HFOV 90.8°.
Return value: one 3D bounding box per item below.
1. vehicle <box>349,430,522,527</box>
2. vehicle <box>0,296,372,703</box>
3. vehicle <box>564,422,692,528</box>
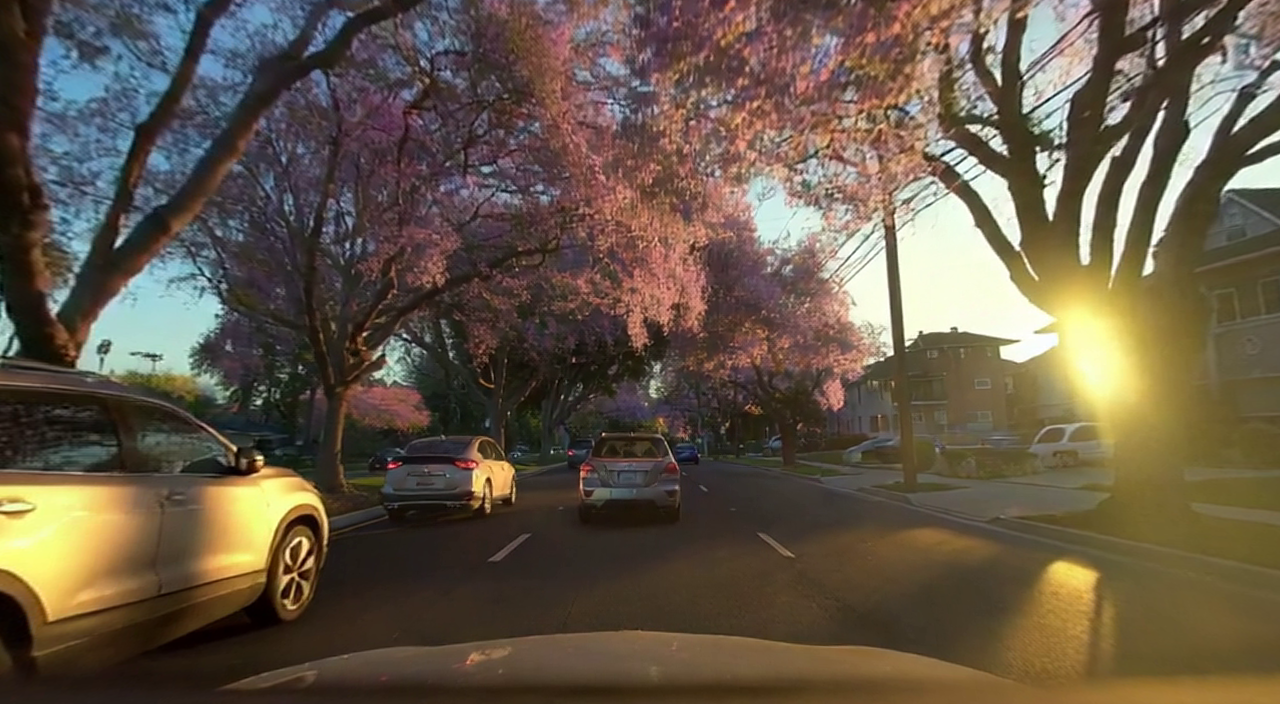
[{"bbox_3d":[-3.689,2.347,12.266,2.066,1.565,3.905,0,-8,0],"label":"vehicle"},{"bbox_3d":[-3.613,0.917,3.572,2.161,1.919,4.798,0,-8,-1],"label":"vehicle"},{"bbox_3d":[-0.213,2.199,11.799,1.997,1.636,3.760,0,-8,-1],"label":"vehicle"}]
